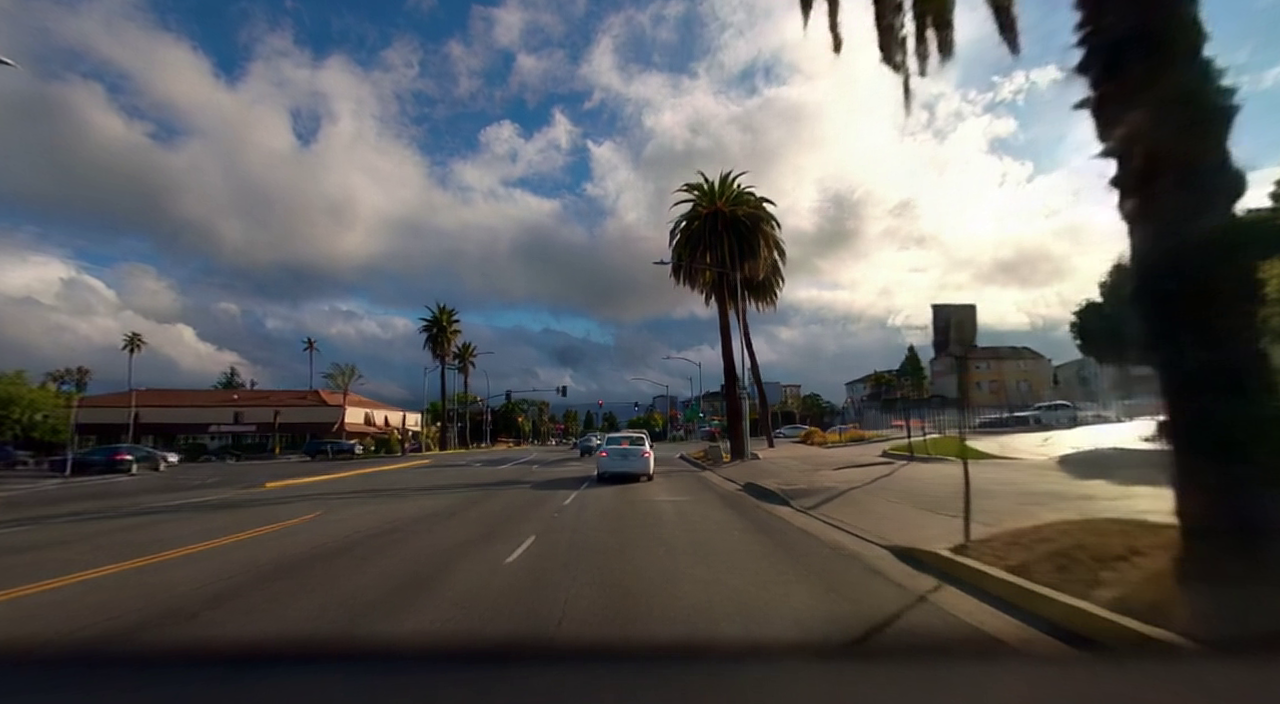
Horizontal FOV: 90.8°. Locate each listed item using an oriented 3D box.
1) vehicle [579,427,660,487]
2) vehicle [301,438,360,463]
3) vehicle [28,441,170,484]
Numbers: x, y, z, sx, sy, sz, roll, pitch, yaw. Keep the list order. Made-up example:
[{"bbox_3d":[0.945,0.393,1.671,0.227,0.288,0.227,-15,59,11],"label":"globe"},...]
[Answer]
[{"bbox_3d":[-0.476,3.015,18.361,2.060,1.526,3.859,-1,-8,2],"label":"vehicle"},{"bbox_3d":[-22.920,7.325,46.951,1.990,1.752,4.673,0,-8,0],"label":"vehicle"},{"bbox_3d":[-23.782,4.807,28.064,1.974,1.470,4.892,-5,-7,2],"label":"vehicle"}]
